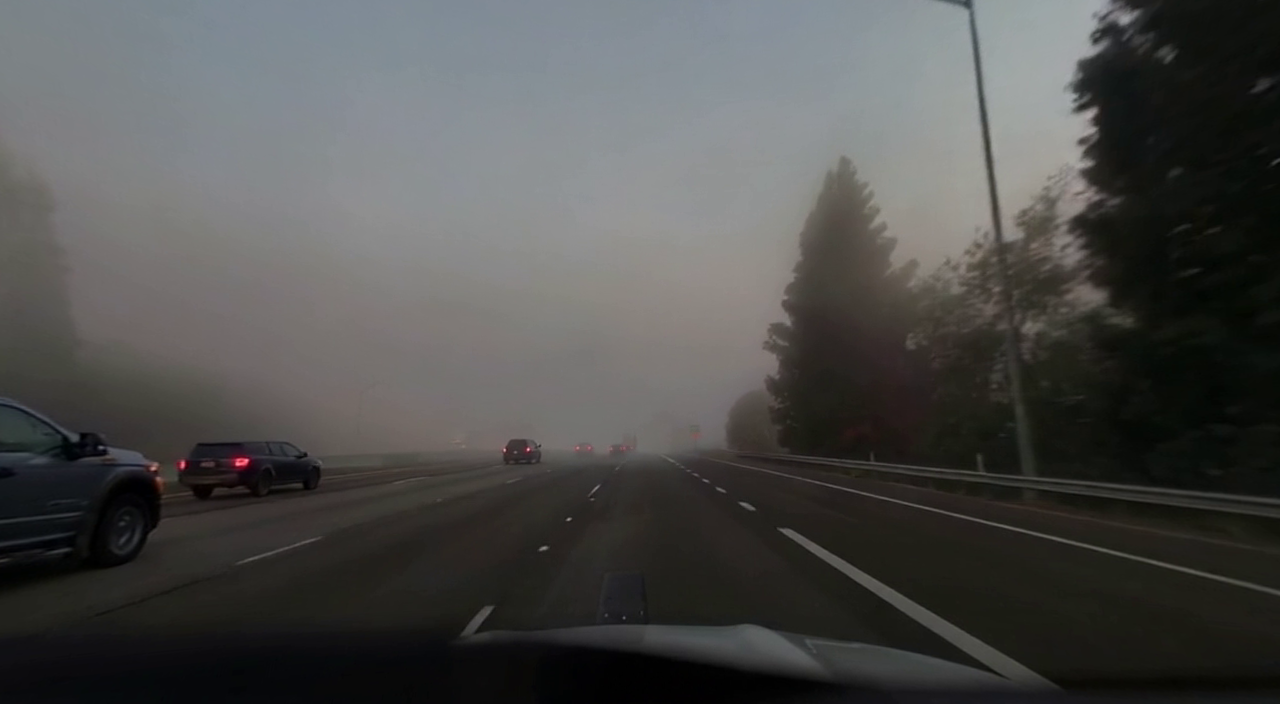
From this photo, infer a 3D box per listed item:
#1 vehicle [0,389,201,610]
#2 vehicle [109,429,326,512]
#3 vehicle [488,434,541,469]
[{"bbox_3d":[-6.397,1.084,4.224,2.403,1.773,6.276,-1,-8,0],"label":"vehicle"},{"bbox_3d":[-9.811,2.748,15.215,2.060,1.662,4.469,-1,-8,1],"label":"vehicle"},{"bbox_3d":[-6.749,5.389,34.410,2.009,1.735,4.358,-1,-8,0],"label":"vehicle"}]
